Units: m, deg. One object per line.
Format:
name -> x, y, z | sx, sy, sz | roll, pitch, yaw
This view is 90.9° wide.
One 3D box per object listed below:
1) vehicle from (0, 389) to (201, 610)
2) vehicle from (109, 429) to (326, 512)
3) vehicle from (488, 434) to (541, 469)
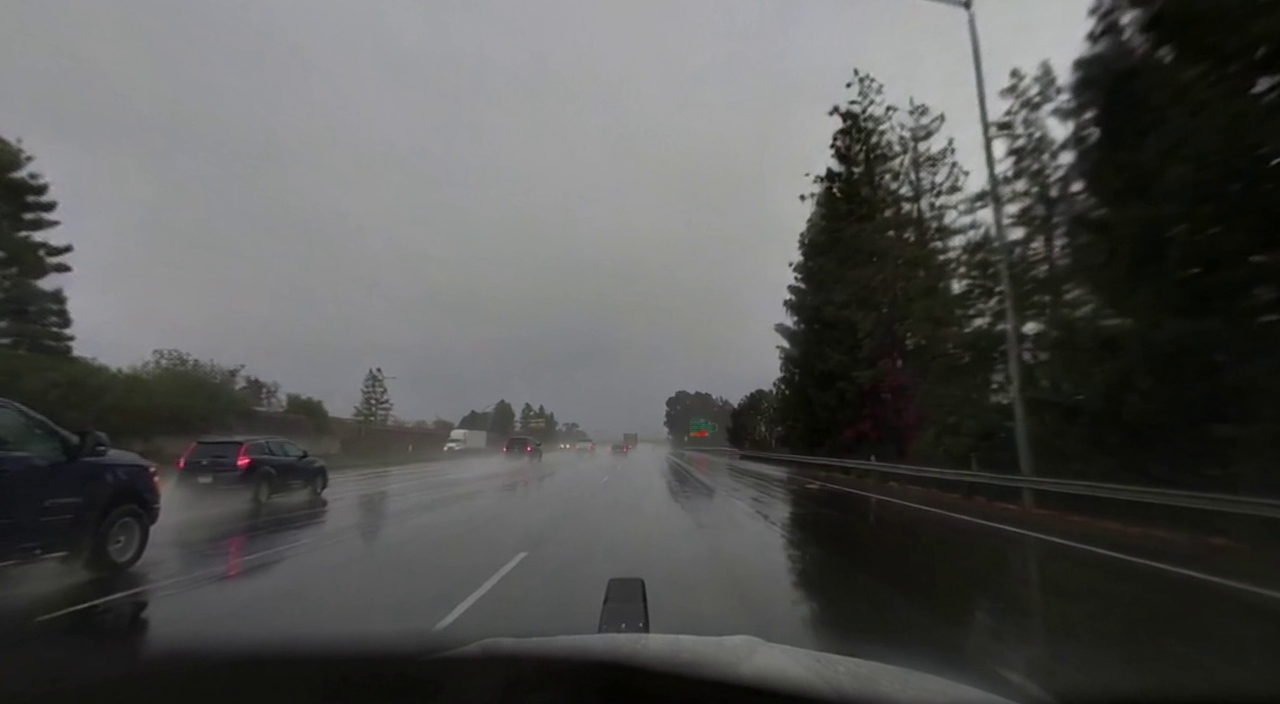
vehicle -> -6.397, 1.084, 4.224 | 2.403, 1.773, 6.276 | -1, -8, 0
vehicle -> -9.811, 2.748, 15.215 | 2.060, 1.662, 4.469 | -1, -8, 1
vehicle -> -6.749, 5.389, 34.410 | 2.009, 1.735, 4.358 | -1, -8, 0
